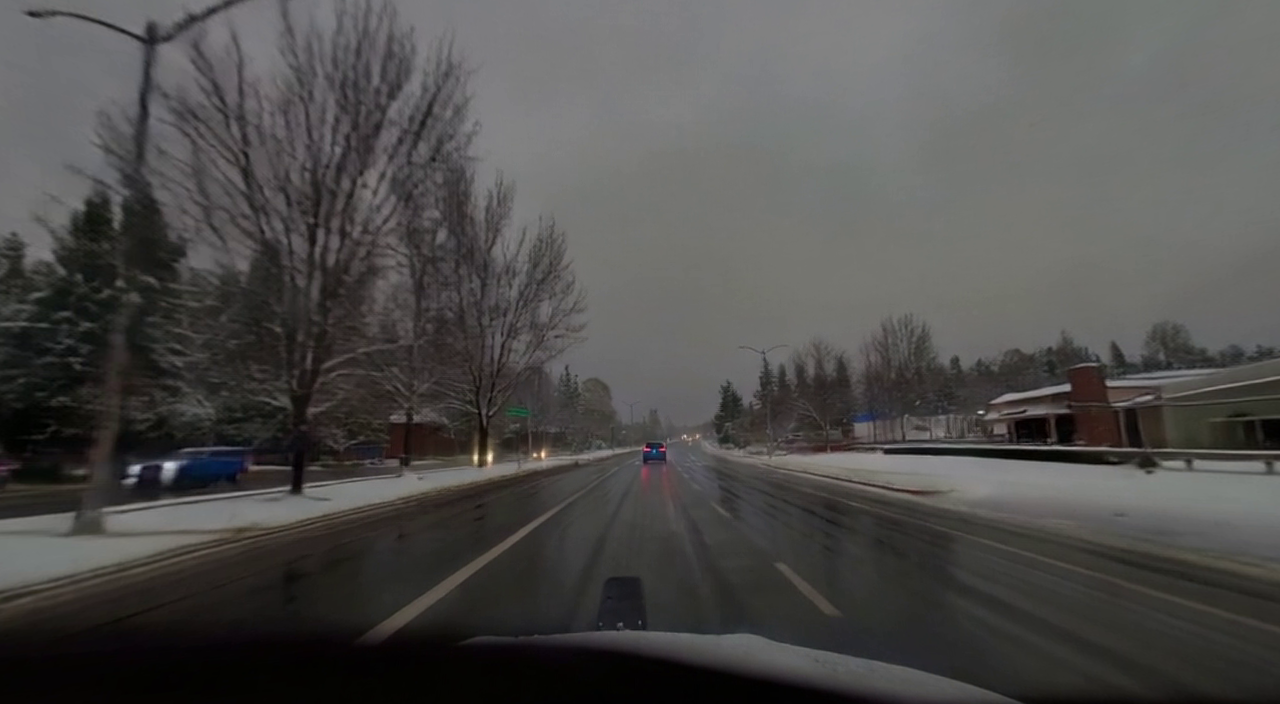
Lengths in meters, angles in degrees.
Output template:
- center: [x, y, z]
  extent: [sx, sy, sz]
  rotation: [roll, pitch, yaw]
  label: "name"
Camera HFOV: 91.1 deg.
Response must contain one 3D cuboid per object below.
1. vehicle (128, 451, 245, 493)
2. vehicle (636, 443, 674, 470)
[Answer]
- center: [-20.232, 5.324, 28.290]
  extent: [1.904, 1.677, 4.415]
  rotation: [0, -9, 1]
  label: "vehicle"
- center: [0.900, 6.202, 37.535]
  extent: [2.144, 1.505, 4.128]
  rotation: [0, -9, 1]
  label: "vehicle"
